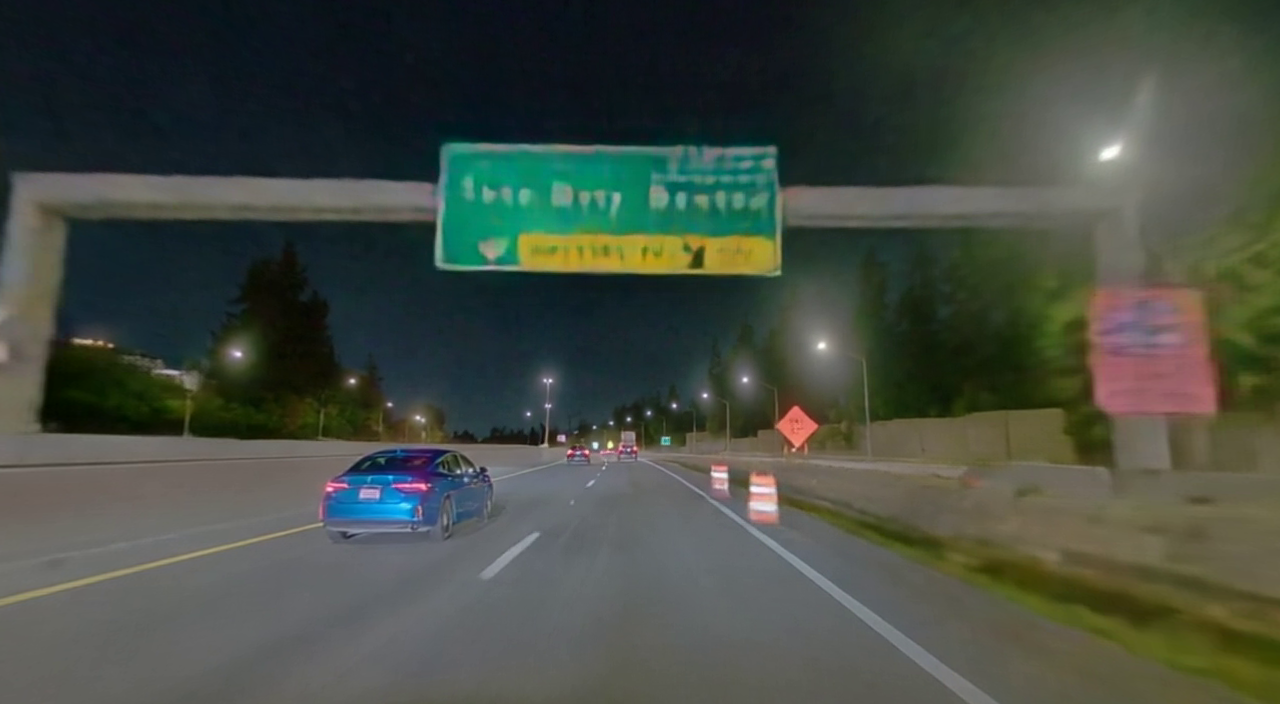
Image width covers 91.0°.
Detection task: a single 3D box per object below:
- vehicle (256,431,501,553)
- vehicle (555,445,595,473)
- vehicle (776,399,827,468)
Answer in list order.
[{"bbox_3d":[-3.807,2.128,10.307,2.012,1.510,4.672,0,-9,0],"label":"vehicle"},{"bbox_3d":[-3.554,5.984,35.303,1.965,1.459,4.145,1,-9,-2],"label":"vehicle"},{"bbox_3d":[10.124,5.169,39.648,2.203,4.166,2.914,1,-9,-3],"label":"vehicle"}]
